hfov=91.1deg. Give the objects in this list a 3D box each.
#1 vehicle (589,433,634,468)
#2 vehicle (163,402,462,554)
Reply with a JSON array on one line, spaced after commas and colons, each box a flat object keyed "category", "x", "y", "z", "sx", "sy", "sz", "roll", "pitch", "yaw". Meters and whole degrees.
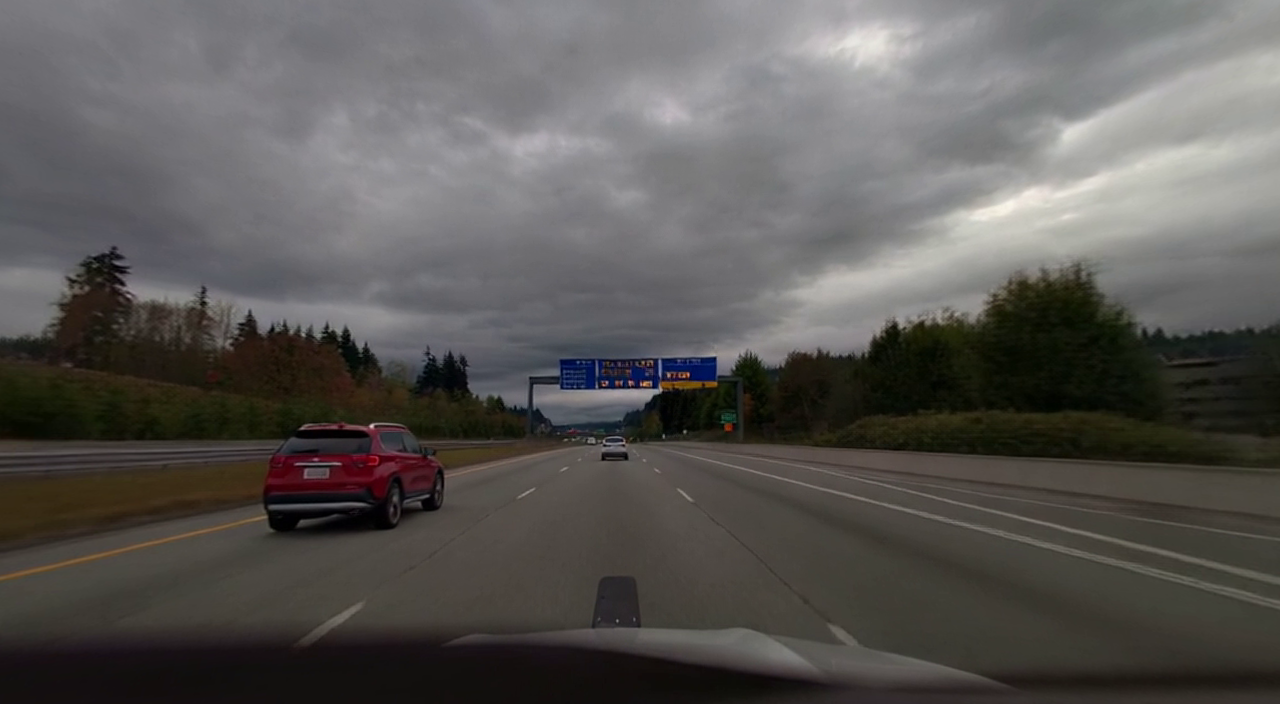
[{"category": "vehicle", "x": -1.341, "y": 4.652, "z": 29.964, "sx": 2.010, "sy": 1.534, "sz": 4.013, "roll": 0, "pitch": -8, "yaw": -2}, {"category": "vehicle", "x": -4.327, "y": 1.722, "z": 9.395, "sx": 2.111, "sy": 1.689, "sz": 4.505, "roll": 0, "pitch": -8, "yaw": -1}]
